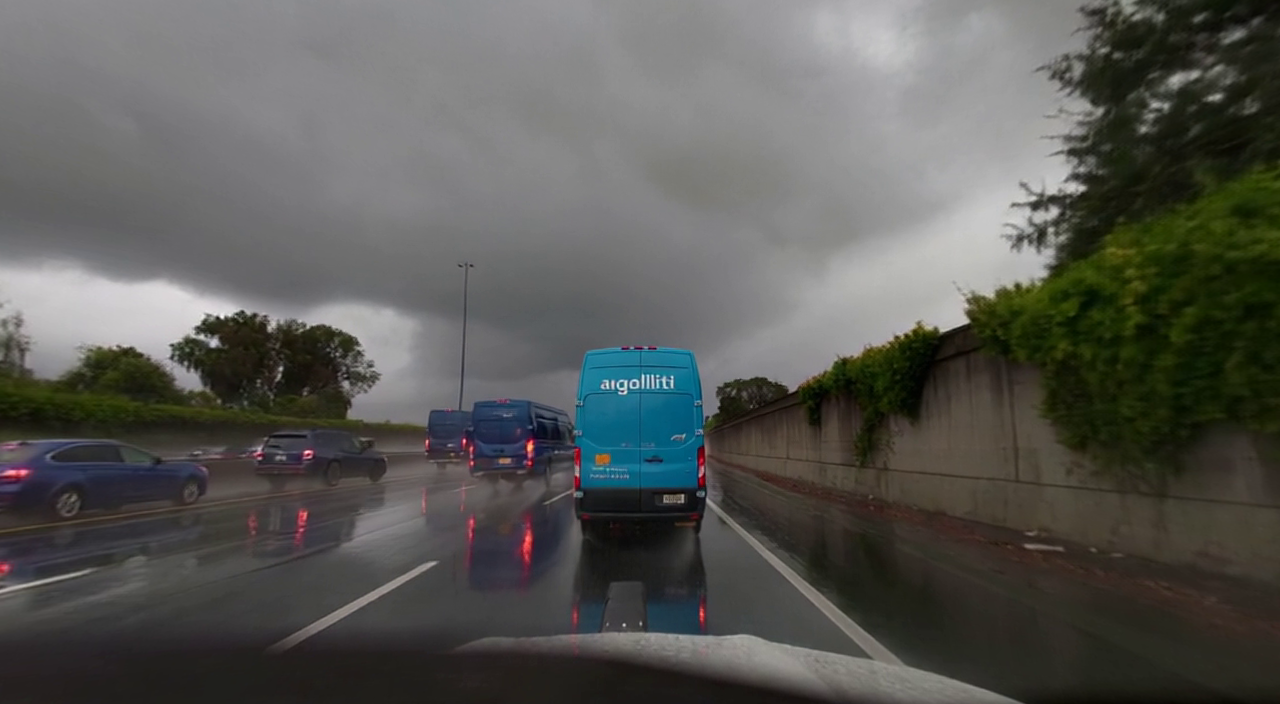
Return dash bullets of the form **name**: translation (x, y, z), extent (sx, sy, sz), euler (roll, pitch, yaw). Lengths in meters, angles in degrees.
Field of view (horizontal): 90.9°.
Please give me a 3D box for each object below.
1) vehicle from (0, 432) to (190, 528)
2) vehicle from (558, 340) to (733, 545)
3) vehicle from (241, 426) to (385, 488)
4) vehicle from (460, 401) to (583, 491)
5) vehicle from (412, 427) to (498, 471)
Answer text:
- **vehicle**: translation (-11.112, 2.322, 11.885), extent (1.839, 1.524, 4.449), euler (0, -8, 2)
- **vehicle**: translation (0.150, 1.665, 11.686), extent (2.316, 2.738, 6.398), euler (0, -8, 1)
- **vehicle**: translation (-10.823, 3.522, 21.415), extent (2.061, 1.846, 4.852), euler (-1, -8, 3)
- **vehicle**: translation (-3.448, 2.935, 19.785), extent (2.729, 2.439, 5.418), euler (0, -8, 0)
- **vehicle**: translation (-9.836, 5.231, 34.269), extent (2.566, 2.158, 5.957), euler (-1, -8, 3)
